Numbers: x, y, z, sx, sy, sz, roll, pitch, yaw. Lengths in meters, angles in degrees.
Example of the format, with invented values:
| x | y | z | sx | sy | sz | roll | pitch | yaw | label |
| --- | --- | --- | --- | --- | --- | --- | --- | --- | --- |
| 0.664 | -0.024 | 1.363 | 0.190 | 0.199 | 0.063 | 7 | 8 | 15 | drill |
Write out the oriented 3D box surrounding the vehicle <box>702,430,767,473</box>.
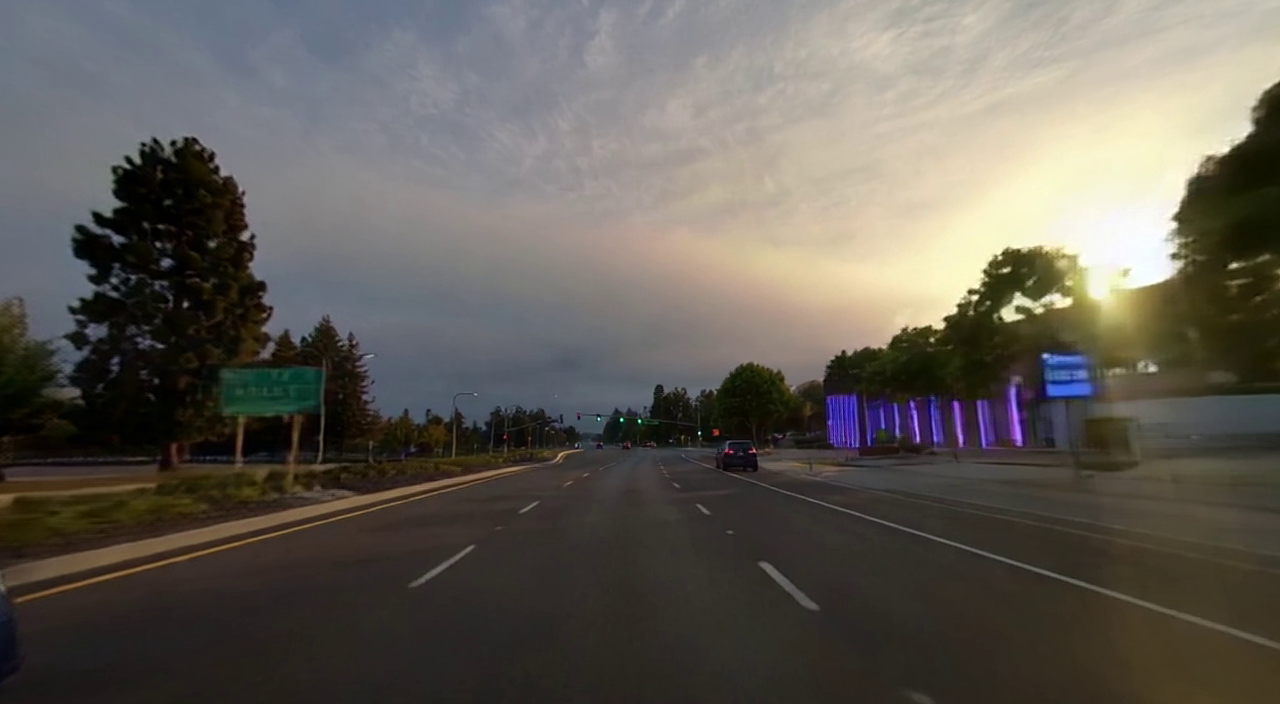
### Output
| x | y | z | sx | sy | sz | roll | pitch | yaw | label |
| --- | --- | --- | --- | --- | --- | --- | --- | --- | --- |
| 4.735 | 5.112 | 32.728 | 2.476 | 2.016 | 5.586 | 0 | -8 | 0 | vehicle |
